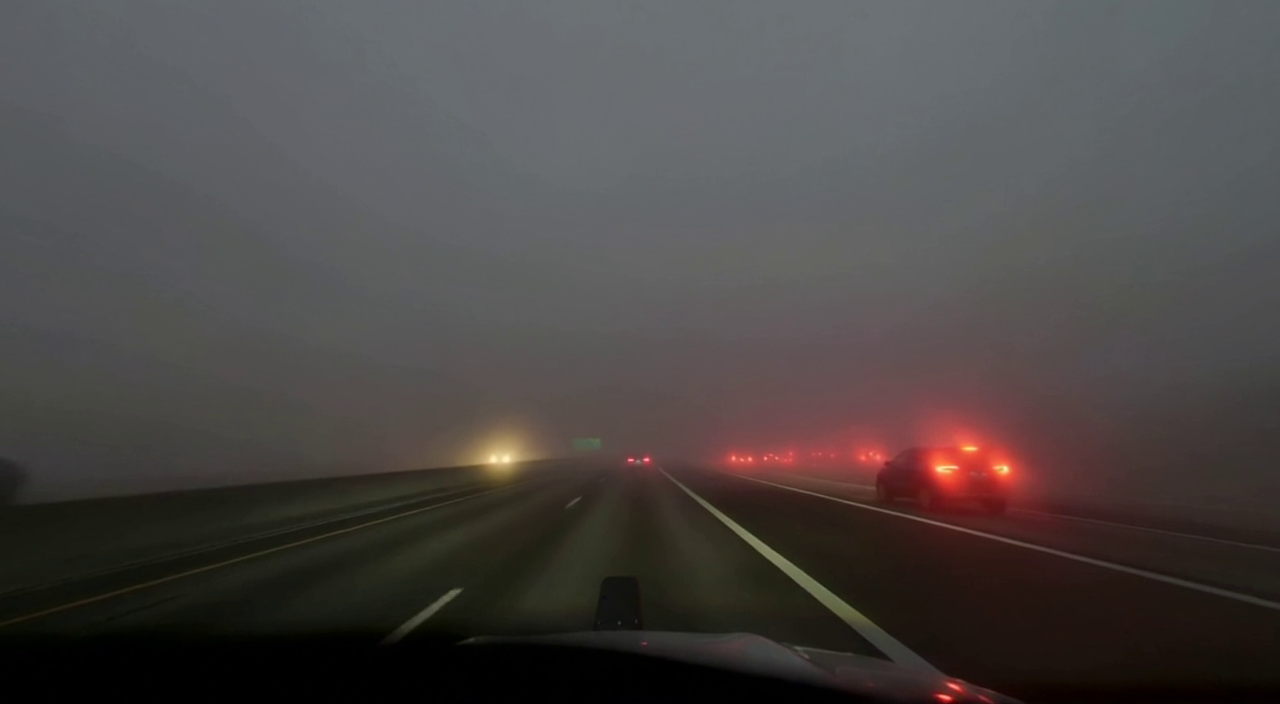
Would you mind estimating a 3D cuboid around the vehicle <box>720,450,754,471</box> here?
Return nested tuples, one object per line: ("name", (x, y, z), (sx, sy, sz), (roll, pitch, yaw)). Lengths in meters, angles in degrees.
("vehicle", (7.280, 8.189, 47.495), (1.941, 1.485, 3.701), (0, -9, -1))

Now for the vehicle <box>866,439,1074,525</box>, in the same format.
("vehicle", (6.838, 2.726, 13.732), (2.008, 1.533, 4.592), (0, -9, -1))

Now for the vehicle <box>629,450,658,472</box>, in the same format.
("vehicle", (0.235, 7.981, 45.972), (2.025, 1.526, 4.181), (0, -9, 1))
